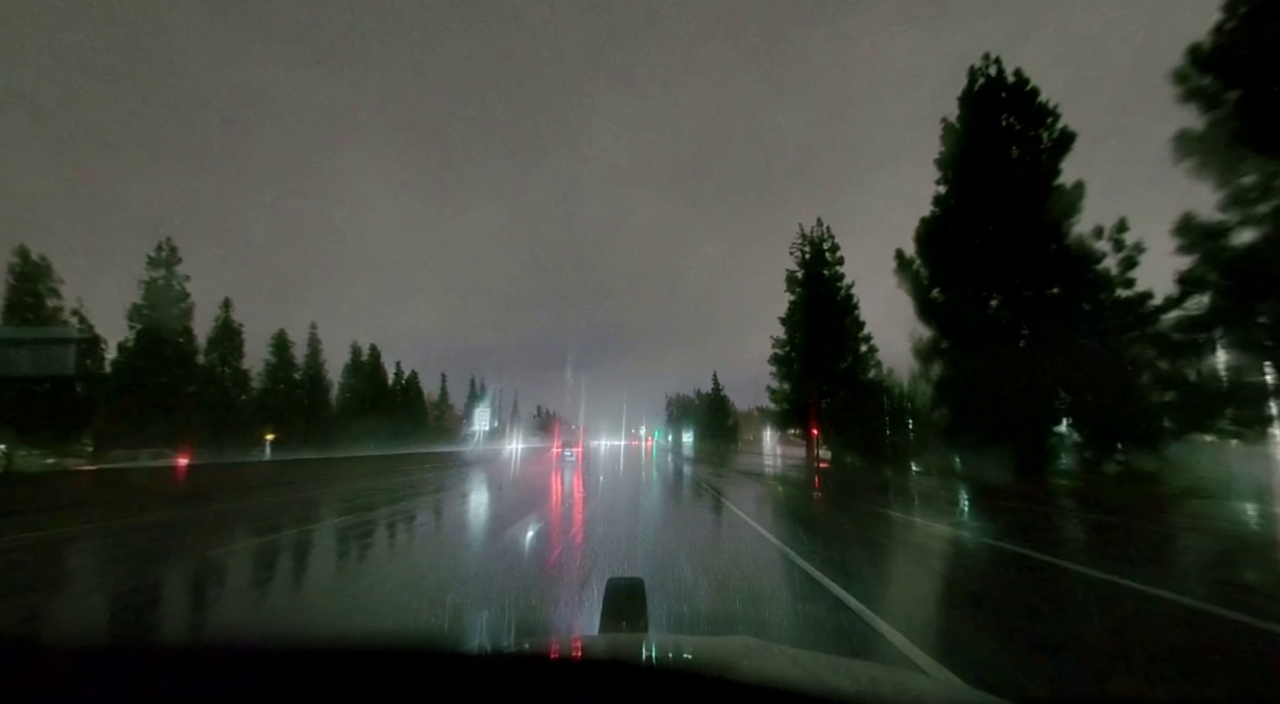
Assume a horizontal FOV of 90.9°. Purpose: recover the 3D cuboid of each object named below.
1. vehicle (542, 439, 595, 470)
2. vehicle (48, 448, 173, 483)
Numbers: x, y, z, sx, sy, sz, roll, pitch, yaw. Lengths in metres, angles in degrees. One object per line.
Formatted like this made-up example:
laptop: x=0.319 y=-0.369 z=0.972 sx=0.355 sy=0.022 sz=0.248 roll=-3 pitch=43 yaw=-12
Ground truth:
vehicle: x=-3.540 y=5.176 z=31.974 sx=2.128 sy=1.450 sz=4.078 roll=0 pitch=-8 yaw=1
vehicle: x=-24.424 y=5.218 z=29.352 sx=1.908 sy=1.439 sz=4.448 roll=0 pitch=-8 yaw=1
